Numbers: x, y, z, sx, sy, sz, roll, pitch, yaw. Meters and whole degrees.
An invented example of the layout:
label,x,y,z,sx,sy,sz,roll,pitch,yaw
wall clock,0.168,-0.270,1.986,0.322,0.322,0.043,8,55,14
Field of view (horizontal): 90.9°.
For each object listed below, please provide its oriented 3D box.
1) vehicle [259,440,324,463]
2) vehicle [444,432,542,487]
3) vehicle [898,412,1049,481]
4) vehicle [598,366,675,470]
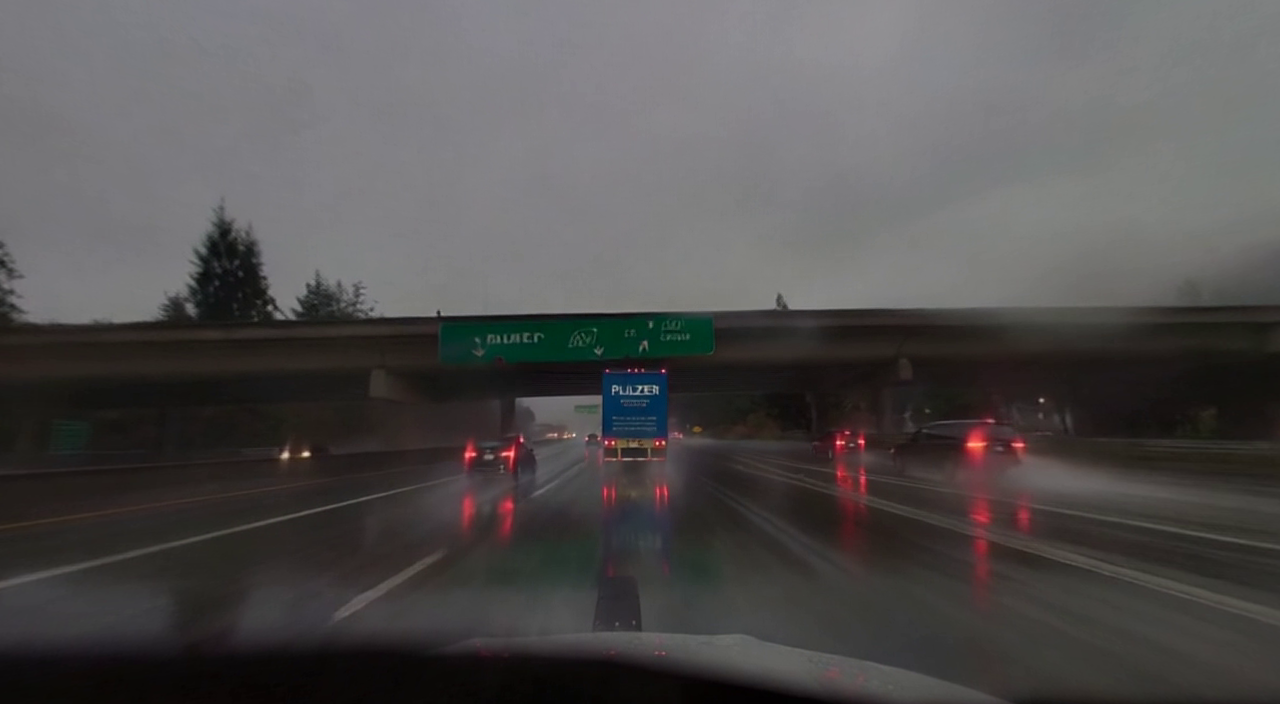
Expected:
label,x,y,z,sx,sy,sz,roll,pitch,yaw
vehicle,-24.315,6.926,44.166,1.869,1.515,4.759,0,-8,-1
vehicle,-4.221,3.127,18.782,1.943,1.446,4.158,0,-8,0
vehicle,9.934,2.868,19.286,2.052,1.841,4.481,0,-8,-1
vehicle,-0.337,3.307,30.035,2.926,3.959,11.818,0,-8,-2
